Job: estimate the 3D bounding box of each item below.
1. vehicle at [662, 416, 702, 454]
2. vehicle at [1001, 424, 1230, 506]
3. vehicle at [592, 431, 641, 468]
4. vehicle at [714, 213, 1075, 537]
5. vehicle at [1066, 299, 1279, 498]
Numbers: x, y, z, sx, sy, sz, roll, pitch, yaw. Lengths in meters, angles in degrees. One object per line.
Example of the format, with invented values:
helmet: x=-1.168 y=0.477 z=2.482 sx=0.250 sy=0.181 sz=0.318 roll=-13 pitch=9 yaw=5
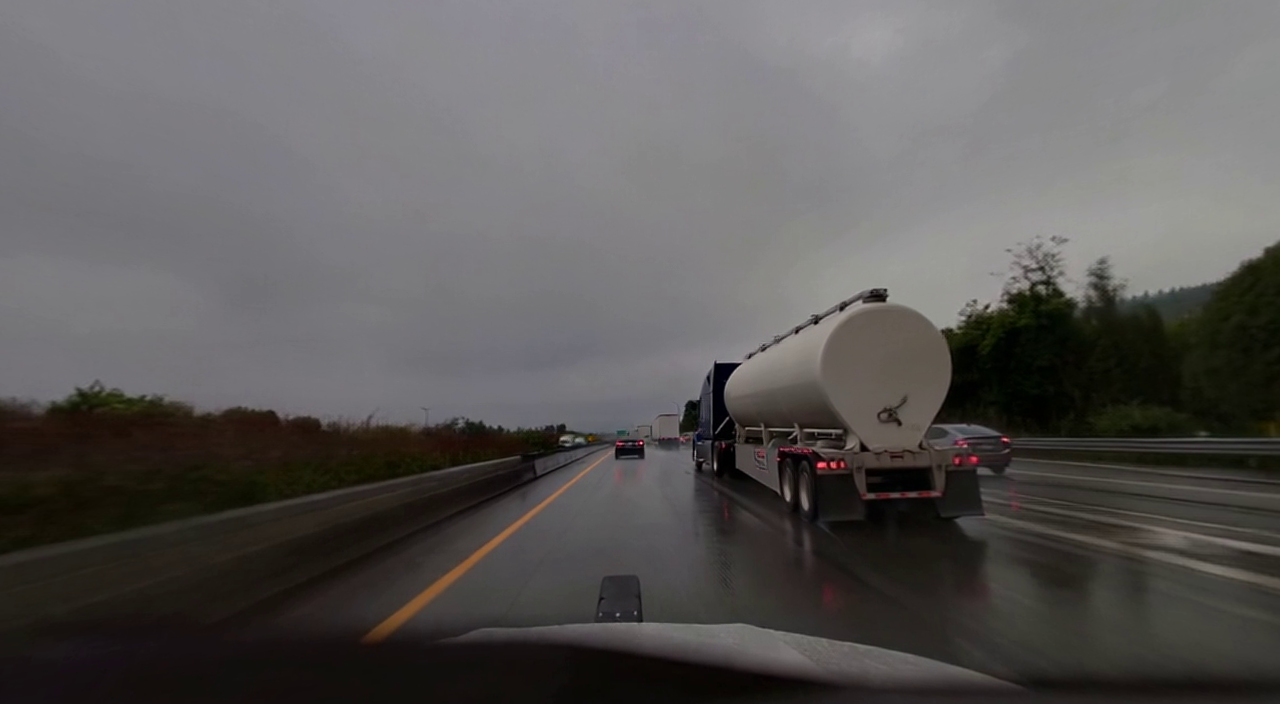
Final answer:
vehicle: x=3.175 y=6.427 z=48.723 sx=2.475 sy=2.782 sz=4.986 roll=0 pitch=-8 yaw=-3
vehicle: x=9.858 y=2.334 z=13.531 sx=1.739 sy=1.471 sz=3.889 roll=0 pitch=-8 yaw=-3
vehicle: x=-0.987 y=4.253 z=27.646 sx=2.000 sy=1.510 sz=3.518 roll=0 pitch=-8 yaw=-1
vehicle: x=3.558 y=0.836 z=12.206 sx=2.826 sy=3.905 sz=9.262 roll=0 pitch=-8 yaw=-2
vehicle: x=14.716 y=1.076 z=13.947 sx=2.878 sy=4.124 sz=10.050 roll=0 pitch=-8 yaw=-4
